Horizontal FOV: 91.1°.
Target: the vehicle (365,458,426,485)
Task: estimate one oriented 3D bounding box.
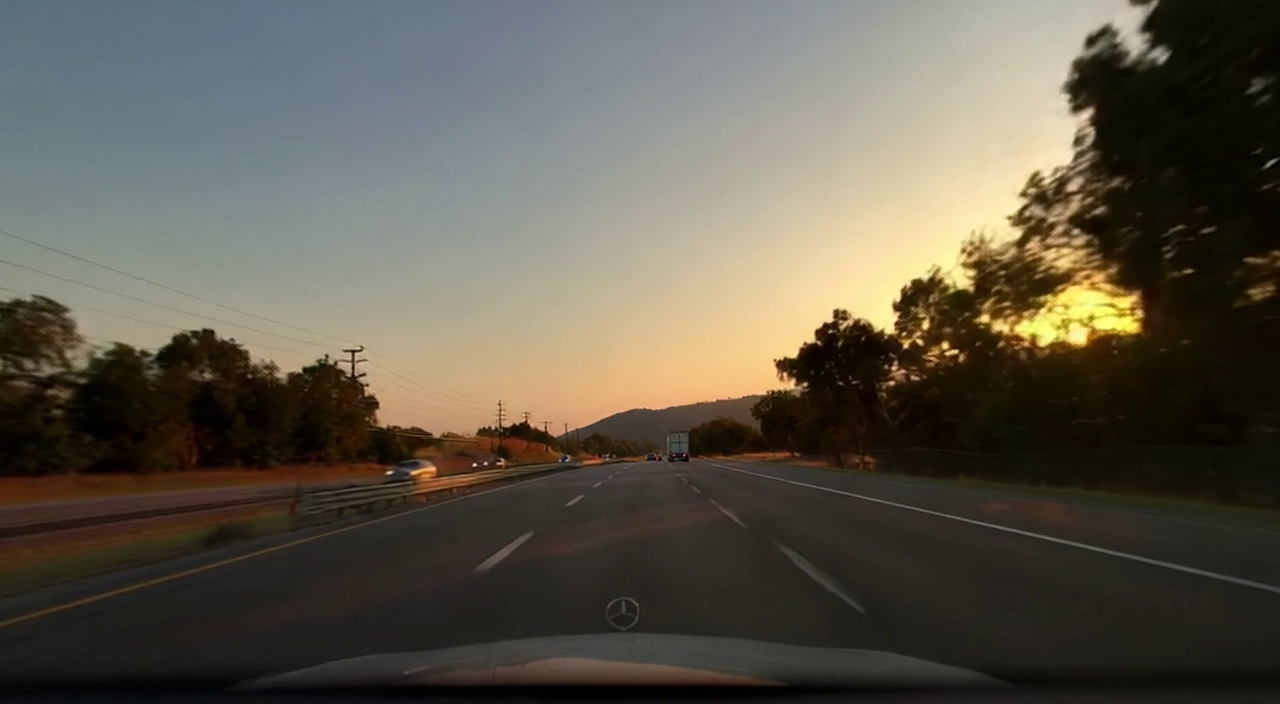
[{"bbox_3d":[-15.429,7.560,39.908,1.992,1.500,4.845,0,-9,-1],"label":"vehicle"}]
